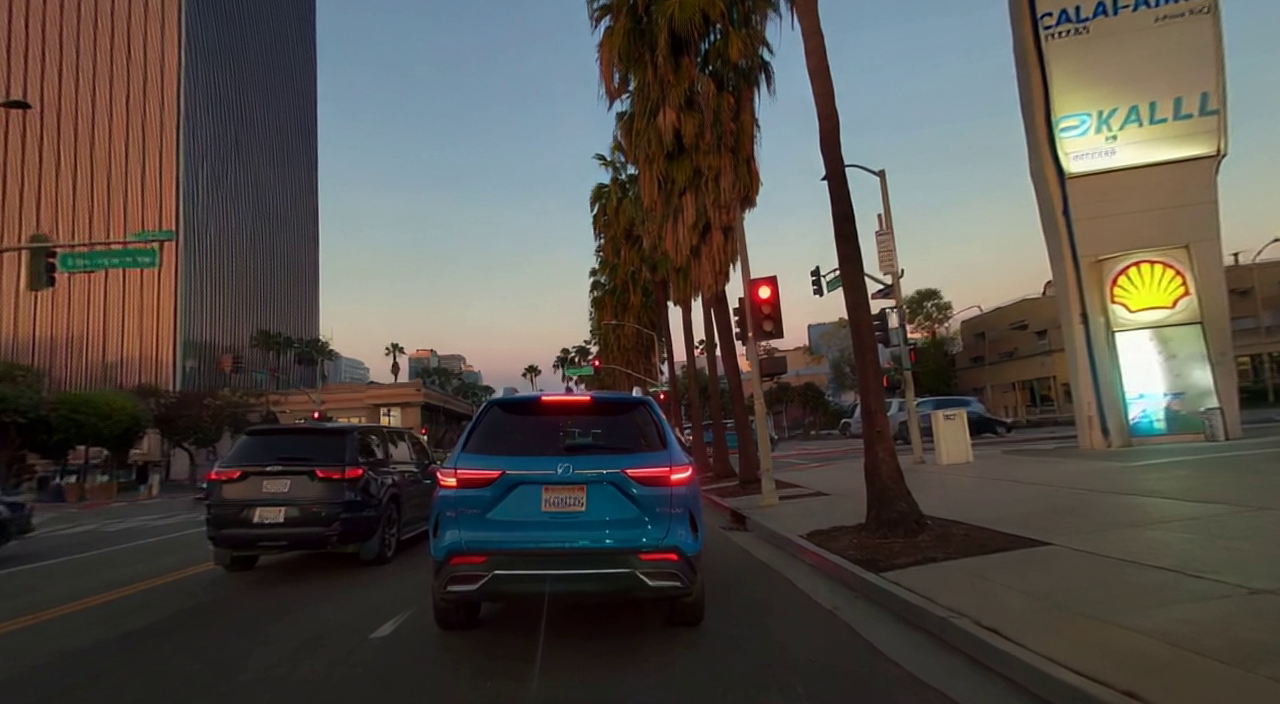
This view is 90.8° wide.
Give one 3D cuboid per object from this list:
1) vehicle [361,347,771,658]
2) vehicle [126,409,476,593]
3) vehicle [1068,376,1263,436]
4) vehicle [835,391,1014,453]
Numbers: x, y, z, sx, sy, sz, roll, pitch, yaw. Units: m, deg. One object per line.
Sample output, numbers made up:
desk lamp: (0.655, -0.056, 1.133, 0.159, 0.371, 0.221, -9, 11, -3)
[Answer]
vehicle: (-0.548, 1.269, 6.421, 2.519, 1.913, 4.819, 0, -8, -3)
vehicle: (-3.819, 1.756, 8.487, 2.097, 1.692, 5.030, 0, -8, -3)
vehicle: (18.775, 1.979, 22.790, 5.033, 1.999, 2.259, 0, -8, -3)
vehicle: (9.986, 2.501, 22.459, 5.307, 2.076, 2.122, 0, -8, -4)
